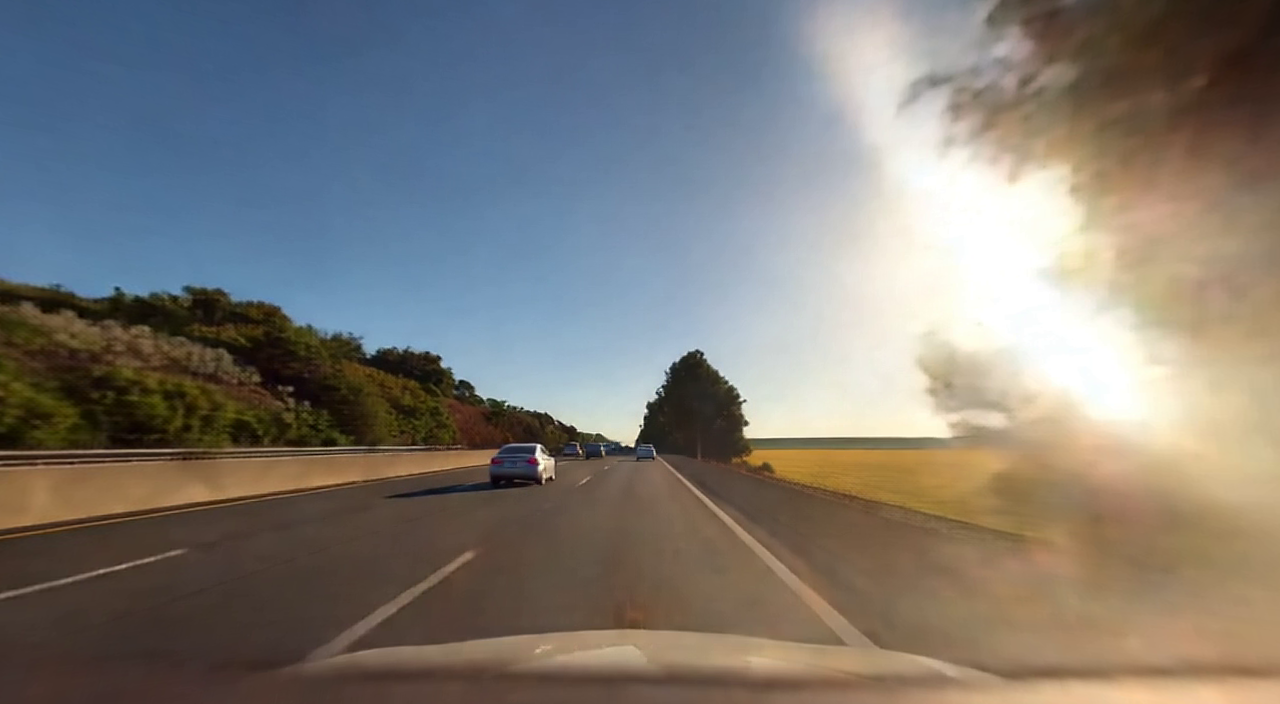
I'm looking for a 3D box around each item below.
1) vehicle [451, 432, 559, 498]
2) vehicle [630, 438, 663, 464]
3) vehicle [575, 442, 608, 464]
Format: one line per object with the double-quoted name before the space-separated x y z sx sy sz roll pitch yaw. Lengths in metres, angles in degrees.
"vehicle" -3.654 3.153 18.006 2.028 1.634 4.441 0 -8 1
"vehicle" 0.418 6.999 44.695 2.259 1.697 4.106 0 -8 -1
"vehicle" -3.505 7.347 46.151 2.066 1.497 4.253 0 -8 0
